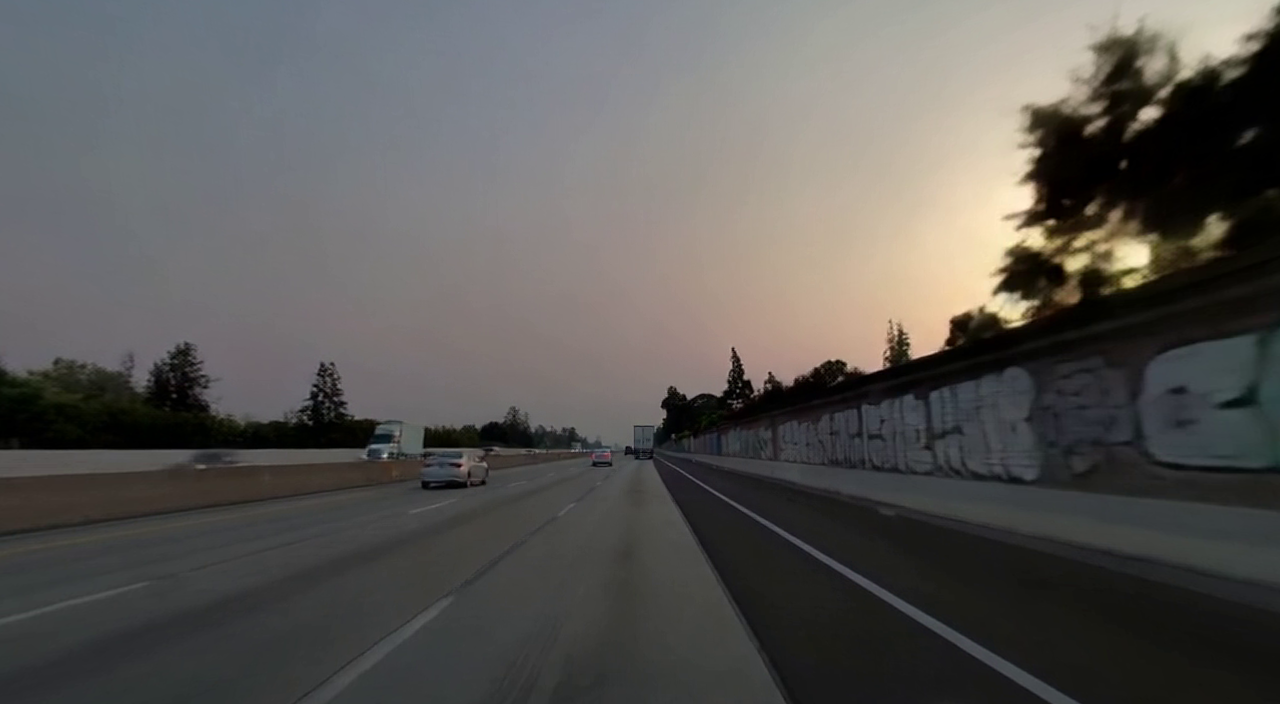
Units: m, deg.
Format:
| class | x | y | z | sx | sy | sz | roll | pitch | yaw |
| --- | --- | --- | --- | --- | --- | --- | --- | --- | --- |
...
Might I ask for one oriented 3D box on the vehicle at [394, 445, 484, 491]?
| class | x | y | z | sx | sy | sz | roll | pitch | yaw |
| --- | --- | --- | --- | --- | --- | --- | --- | --- | --- |
| vehicle | -6.724 | 3.889 | 21.393 | 2.027 | 1.431 | 3.033 | 0 | -9 | 0 |
